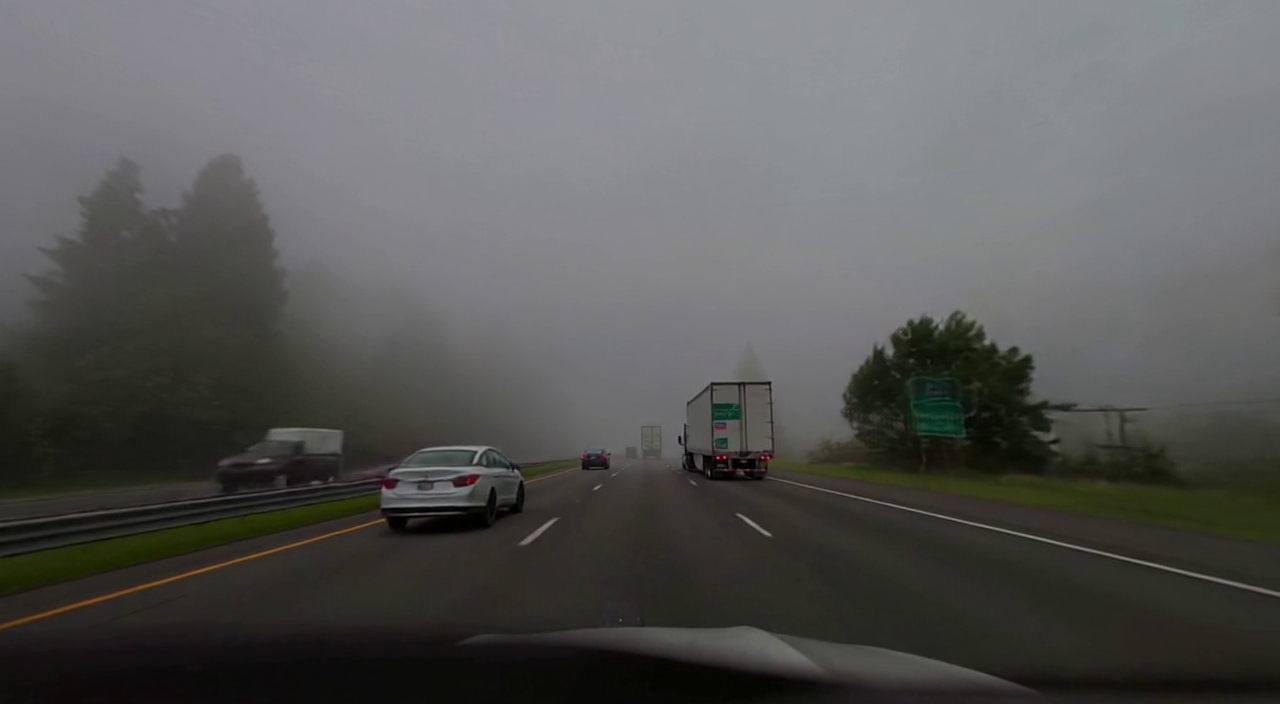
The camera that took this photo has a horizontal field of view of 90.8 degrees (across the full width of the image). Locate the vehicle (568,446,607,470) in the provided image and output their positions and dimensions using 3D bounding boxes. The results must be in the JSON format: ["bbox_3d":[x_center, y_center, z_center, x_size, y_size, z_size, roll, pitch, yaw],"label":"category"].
[{"bbox_3d":[-3.437,7.048,42.026,2.121,1.445,4.651,0,-9,1],"label":"vehicle"}]

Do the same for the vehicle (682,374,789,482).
[{"bbox_3d":[4.084,4.002,31.171,2.974,4.083,14.389,0,-9,0],"label":"vehicle"}]

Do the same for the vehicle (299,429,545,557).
[{"bbox_3d":[-3.012,2.101,10.145,2.104,1.526,4.940,0,-9,1],"label":"vehicle"}]
